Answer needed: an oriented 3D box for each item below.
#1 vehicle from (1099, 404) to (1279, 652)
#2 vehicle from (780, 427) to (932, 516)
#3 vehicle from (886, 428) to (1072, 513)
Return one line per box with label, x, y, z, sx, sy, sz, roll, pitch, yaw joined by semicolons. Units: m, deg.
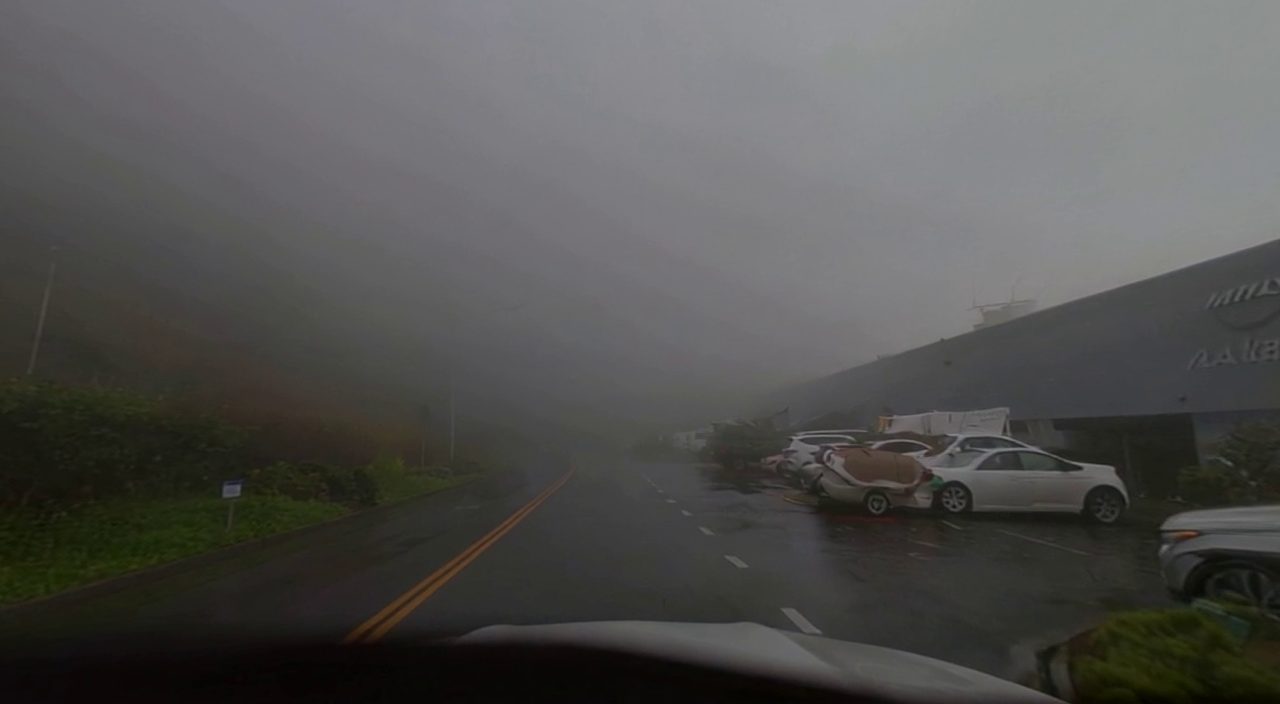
vehicle;6.531;1.317;4.552;2.113;1.945;4.546;4;-10;-26
vehicle;5.112;2.884;15.606;1.977;1.860;4.237;0;-9;-4
vehicle;7.913;2.810;15.312;1.924;1.713;4.627;0;-9;0
